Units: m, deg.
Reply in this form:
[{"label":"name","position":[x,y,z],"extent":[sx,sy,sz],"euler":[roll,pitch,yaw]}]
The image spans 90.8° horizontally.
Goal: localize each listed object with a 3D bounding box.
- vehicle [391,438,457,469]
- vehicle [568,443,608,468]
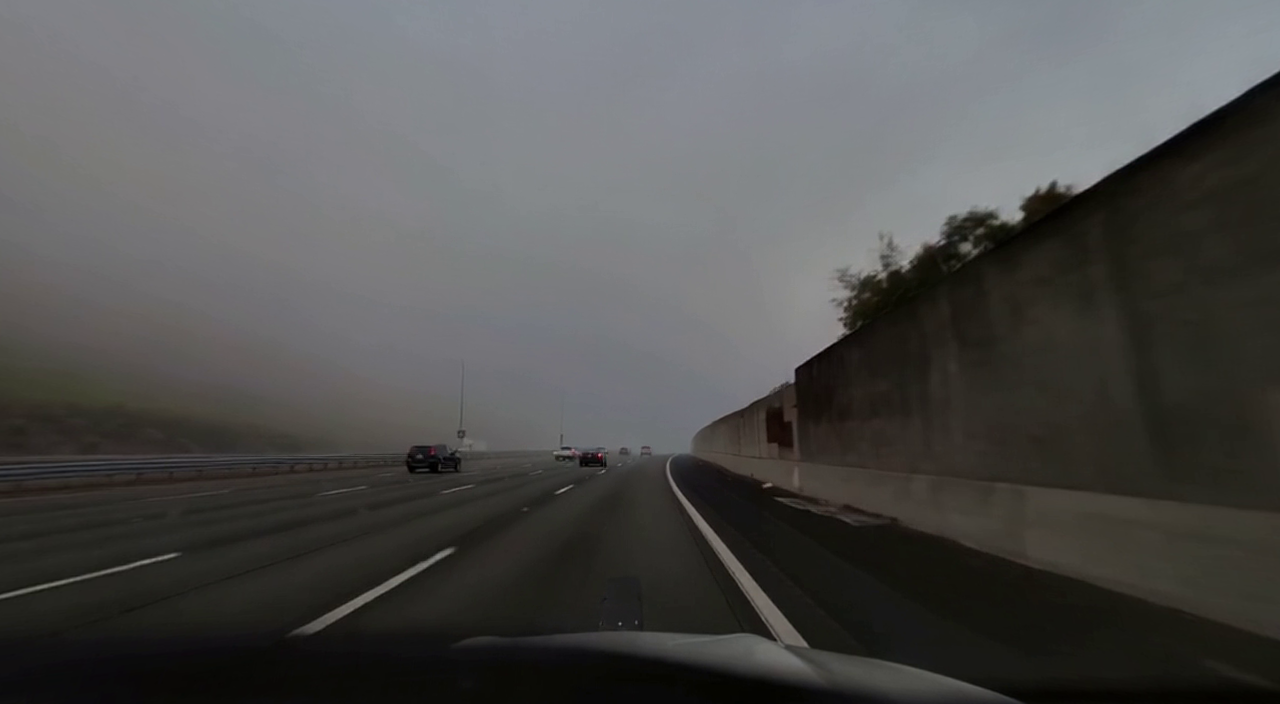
[{"label":"vehicle","position":[-12.914,6.099,38.154],"extent":[2.076,1.766,4.831],"euler":[-1,-8,2]},{"label":"vehicle","position":[-3.190,6.452,39.516],"extent":[1.931,1.492,4.076],"euler":[-1,-8,3]}]
